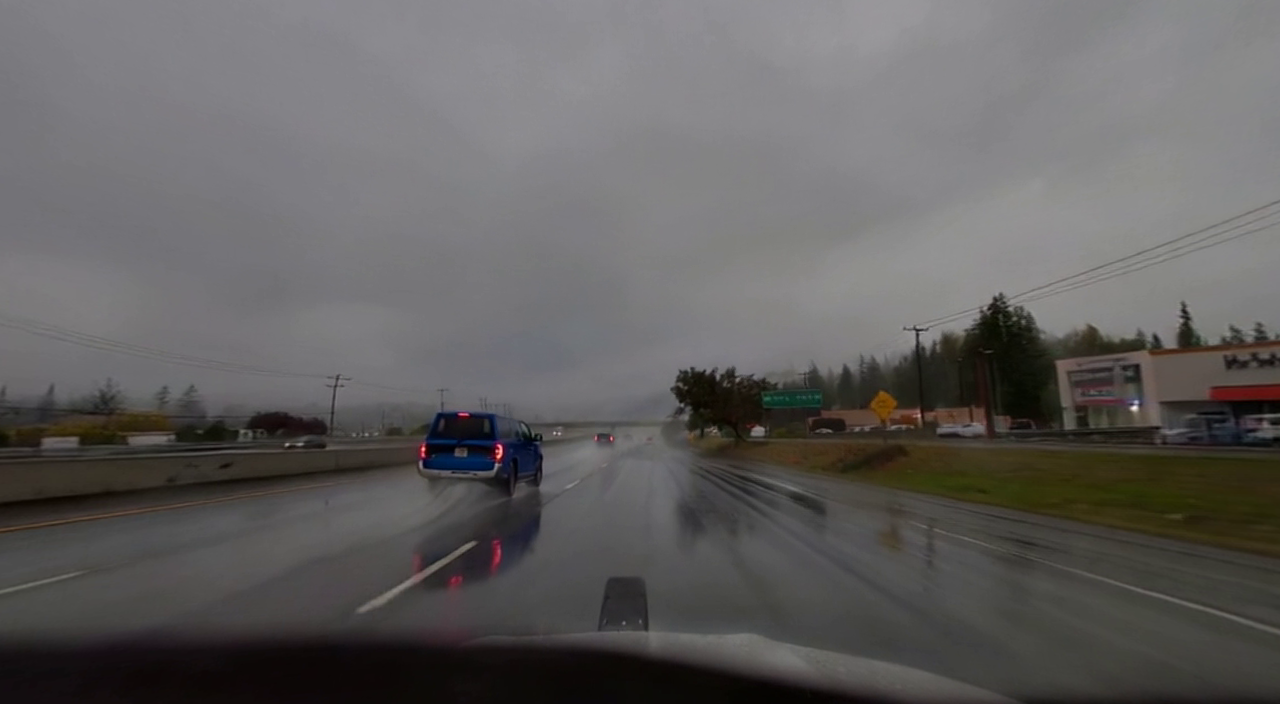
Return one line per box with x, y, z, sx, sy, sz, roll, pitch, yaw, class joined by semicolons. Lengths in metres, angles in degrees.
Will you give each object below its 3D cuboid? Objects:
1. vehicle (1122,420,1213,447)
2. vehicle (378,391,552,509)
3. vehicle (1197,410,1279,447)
34.459;5.349;41.236;4.460;1.688;2.039;1;-8;-11;vehicle
-3.699;2.256;14.819;2.352;2.209;5.802;0;-8;1;vehicle
35.217;4.384;35.789;5.502;2.016;2.220;1;-8;-10;vehicle
